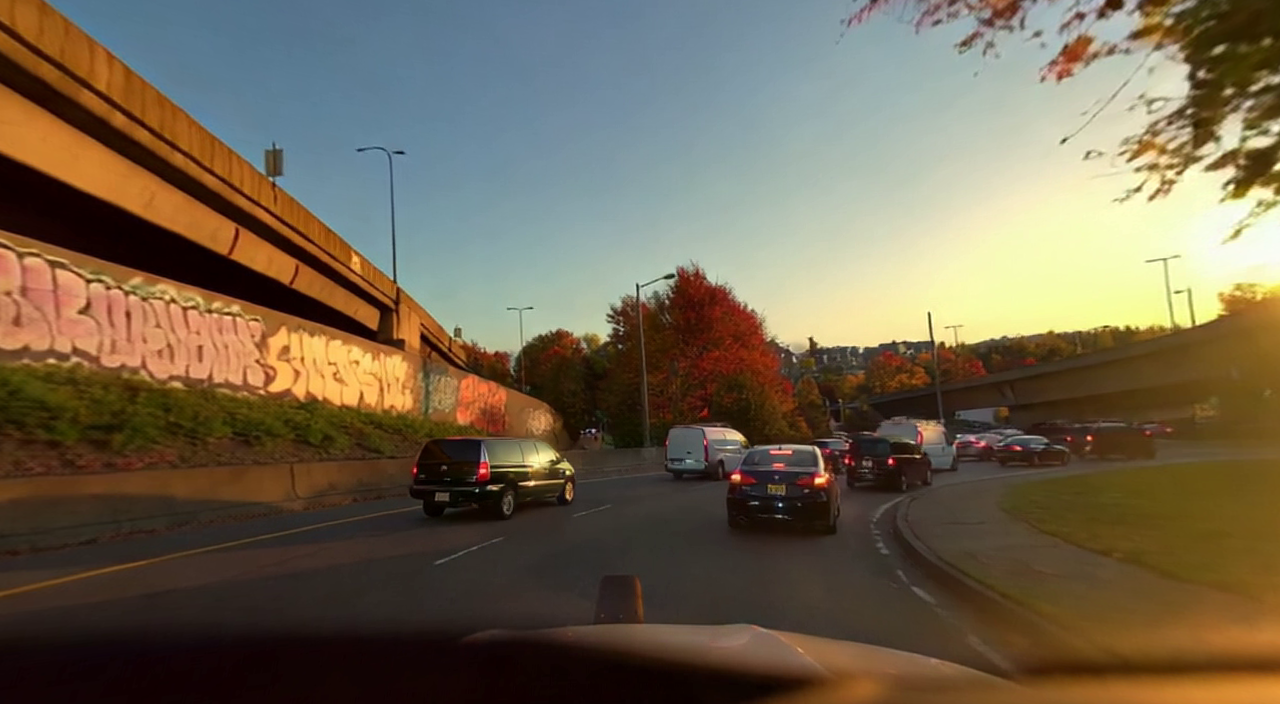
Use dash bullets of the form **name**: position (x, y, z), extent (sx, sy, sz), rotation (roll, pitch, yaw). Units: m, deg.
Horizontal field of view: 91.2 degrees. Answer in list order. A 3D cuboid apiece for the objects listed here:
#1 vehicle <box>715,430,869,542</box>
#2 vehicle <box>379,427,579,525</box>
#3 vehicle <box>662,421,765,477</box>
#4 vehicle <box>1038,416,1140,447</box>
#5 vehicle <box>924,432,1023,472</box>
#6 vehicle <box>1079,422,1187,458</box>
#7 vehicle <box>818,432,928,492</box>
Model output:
- **vehicle**: position (2.765, 2.185, 10.785), extent (2.064, 1.515, 3.722), rotation (-4, -10, 20)
- **vehicle**: position (-2.878, 2.337, 12.283), extent (1.921, 1.554, 4.081), rotation (-3, -9, 16)
- **vehicle**: position (2.758, 3.544, 22.866), extent (1.835, 1.825, 4.005), rotation (-8, -12, 39)
- **vehicle**: position (24.382, 4.338, 34.095), extent (4.309, 1.613, 1.909), rotation (1, -9, -10)
- **vehicle**: position (13.358, 3.994, 25.037), extent (3.902, 1.446, 1.780), rotation (6, -11, -34)
- **vehicle**: position (22.171, 4.001, 28.200), extent (3.934, 1.485, 1.763), rotation (3, -10, -17)
- **vehicle**: position (7.006, 3.212, 18.561), extent (1.830, 1.519, 4.253), rotation (-7, -11, 36)
